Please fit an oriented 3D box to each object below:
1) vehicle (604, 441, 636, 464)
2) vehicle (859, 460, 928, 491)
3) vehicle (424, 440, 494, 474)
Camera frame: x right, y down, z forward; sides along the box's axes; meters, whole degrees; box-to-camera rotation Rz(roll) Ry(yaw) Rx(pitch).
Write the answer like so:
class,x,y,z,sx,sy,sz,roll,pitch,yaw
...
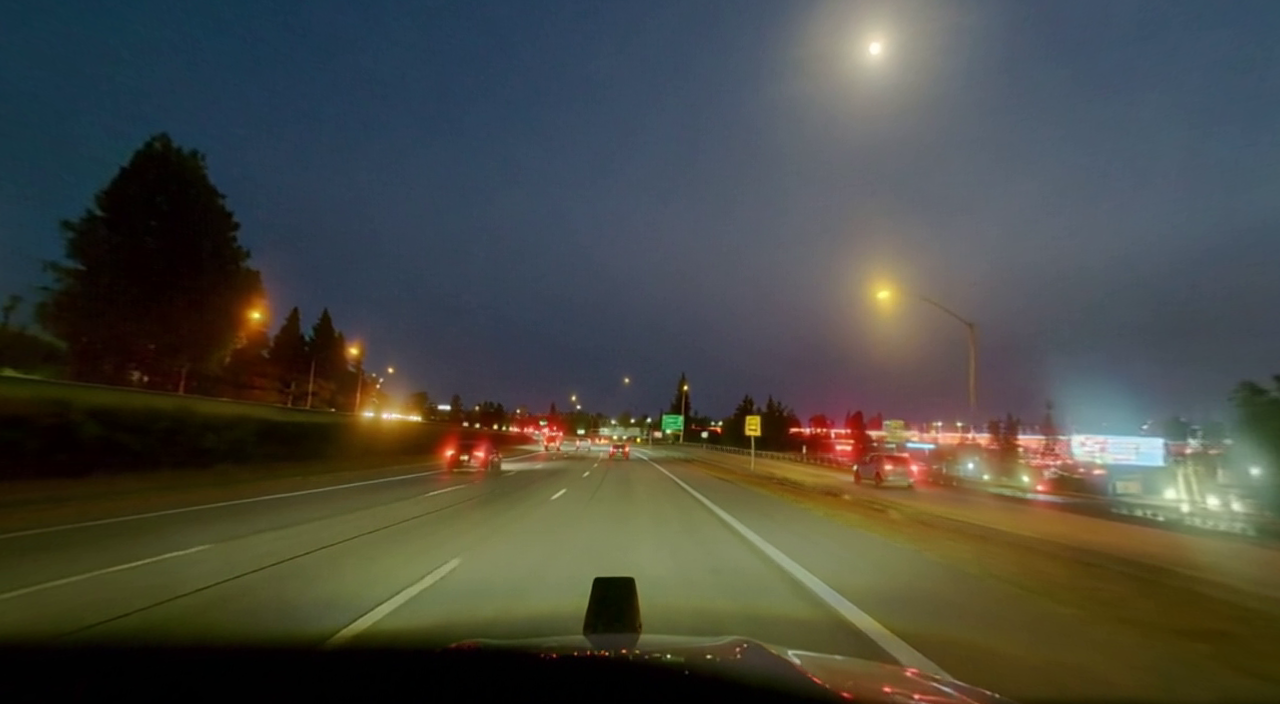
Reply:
class,x,y,z,sx,sy,sz,roll,pitch,yaw
vehicle,-1.398,6.782,42.681,2.038,1.414,4.357,0,-9,-3
vehicle,16.102,7.813,40.323,2.023,1.782,4.193,2,-9,-11
vehicle,-8.323,4.872,29.484,2.009,1.454,4.250,0,-9,-1
